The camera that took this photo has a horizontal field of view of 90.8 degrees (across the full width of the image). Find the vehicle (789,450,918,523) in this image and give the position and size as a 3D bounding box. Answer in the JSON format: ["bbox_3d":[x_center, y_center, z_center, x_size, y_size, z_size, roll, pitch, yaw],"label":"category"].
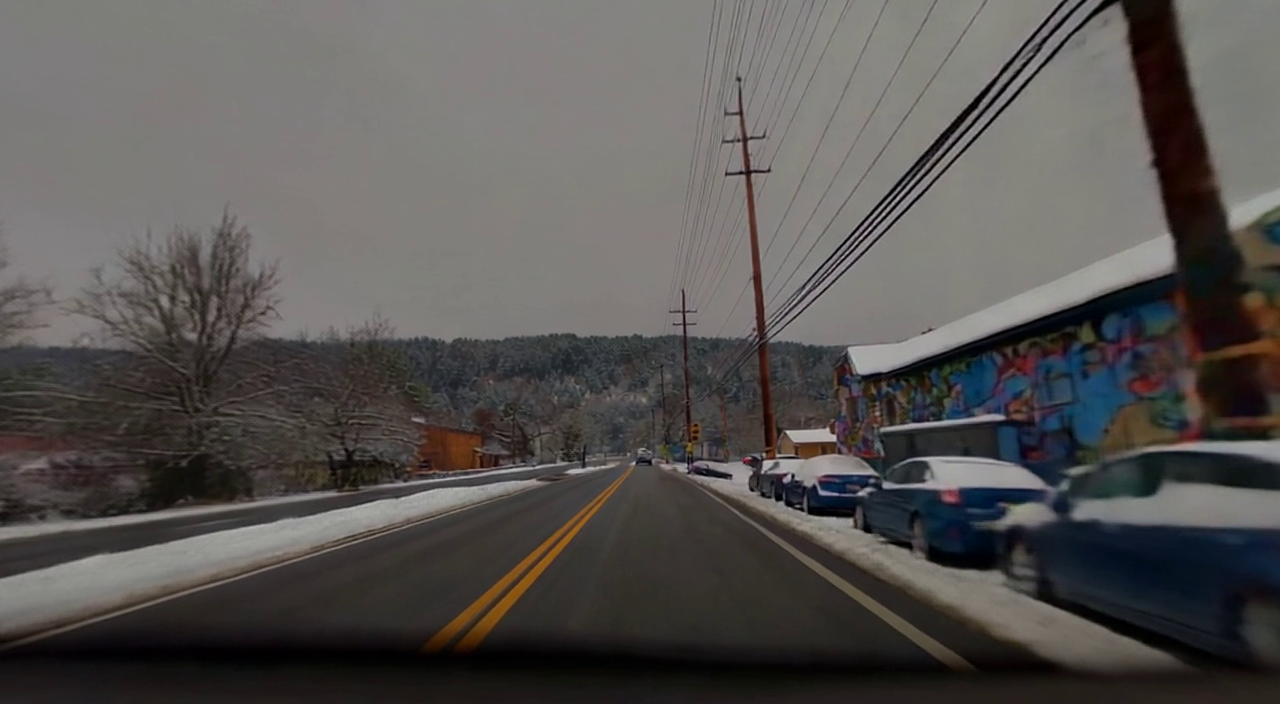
[{"bbox_3d":[5.742,3.637,17.750,2.056,1.693,4.803,0,-9,1],"label":"vehicle"}]

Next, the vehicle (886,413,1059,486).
[{"bbox_3d":[8.741,2.647,17.299,2.082,1.678,5.079,0,-9,1],"label":"vehicle"}]

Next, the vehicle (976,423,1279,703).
[{"bbox_3d":[5.234,1.593,5.326,2.072,1.889,4.468,-5,-11,-2],"label":"vehicle"}]
